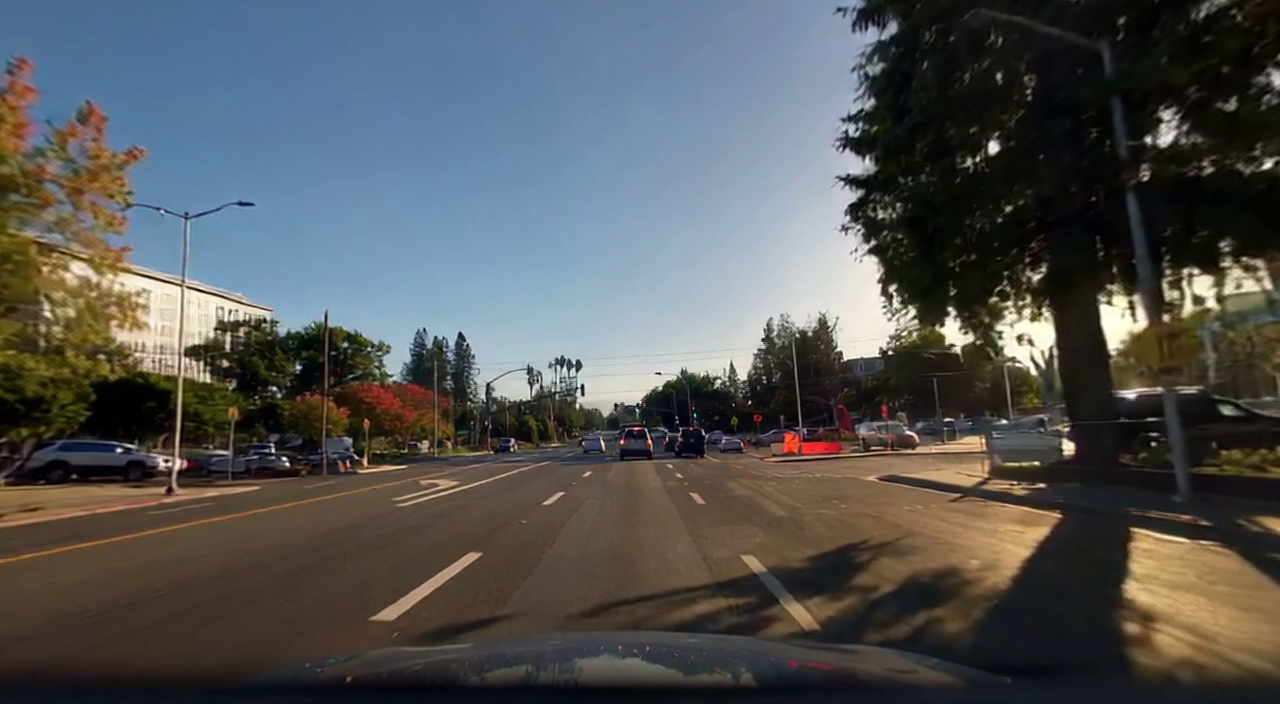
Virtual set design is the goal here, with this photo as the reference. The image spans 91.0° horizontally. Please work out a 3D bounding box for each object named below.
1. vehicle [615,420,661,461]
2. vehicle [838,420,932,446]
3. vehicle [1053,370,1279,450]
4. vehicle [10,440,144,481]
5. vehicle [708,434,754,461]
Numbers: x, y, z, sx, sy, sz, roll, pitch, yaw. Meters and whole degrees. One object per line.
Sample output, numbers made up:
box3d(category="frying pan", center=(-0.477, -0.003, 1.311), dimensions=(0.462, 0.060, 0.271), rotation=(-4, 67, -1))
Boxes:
box3d(category="vehicle", center=(-0.164, 5.004, 35.421), dimensions=(2.350, 2.122, 5.801), rotation=(0, -8, -1))
box3d(category="vehicle", center=(15.005, 5.003, 38.663), dimensions=(4.986, 1.467, 2.025), rotation=(-6, -10, 34))
box3d(category="vehicle", center=(16.029, 1.868, 19.001), dimensions=(5.631, 2.106, 2.298), rotation=(-6, -11, 38))
box3d(category="vehicle", center=(-27.942, 5.335, 31.362), dimensions=(2.023, 1.885, 4.626), rotation=(-8, -11, 42))
box3d(category="vehicle", center=(5.297, 5.606, 37.143), dimensions=(2.145, 1.503, 4.267), rotation=(0, -8, 1))
